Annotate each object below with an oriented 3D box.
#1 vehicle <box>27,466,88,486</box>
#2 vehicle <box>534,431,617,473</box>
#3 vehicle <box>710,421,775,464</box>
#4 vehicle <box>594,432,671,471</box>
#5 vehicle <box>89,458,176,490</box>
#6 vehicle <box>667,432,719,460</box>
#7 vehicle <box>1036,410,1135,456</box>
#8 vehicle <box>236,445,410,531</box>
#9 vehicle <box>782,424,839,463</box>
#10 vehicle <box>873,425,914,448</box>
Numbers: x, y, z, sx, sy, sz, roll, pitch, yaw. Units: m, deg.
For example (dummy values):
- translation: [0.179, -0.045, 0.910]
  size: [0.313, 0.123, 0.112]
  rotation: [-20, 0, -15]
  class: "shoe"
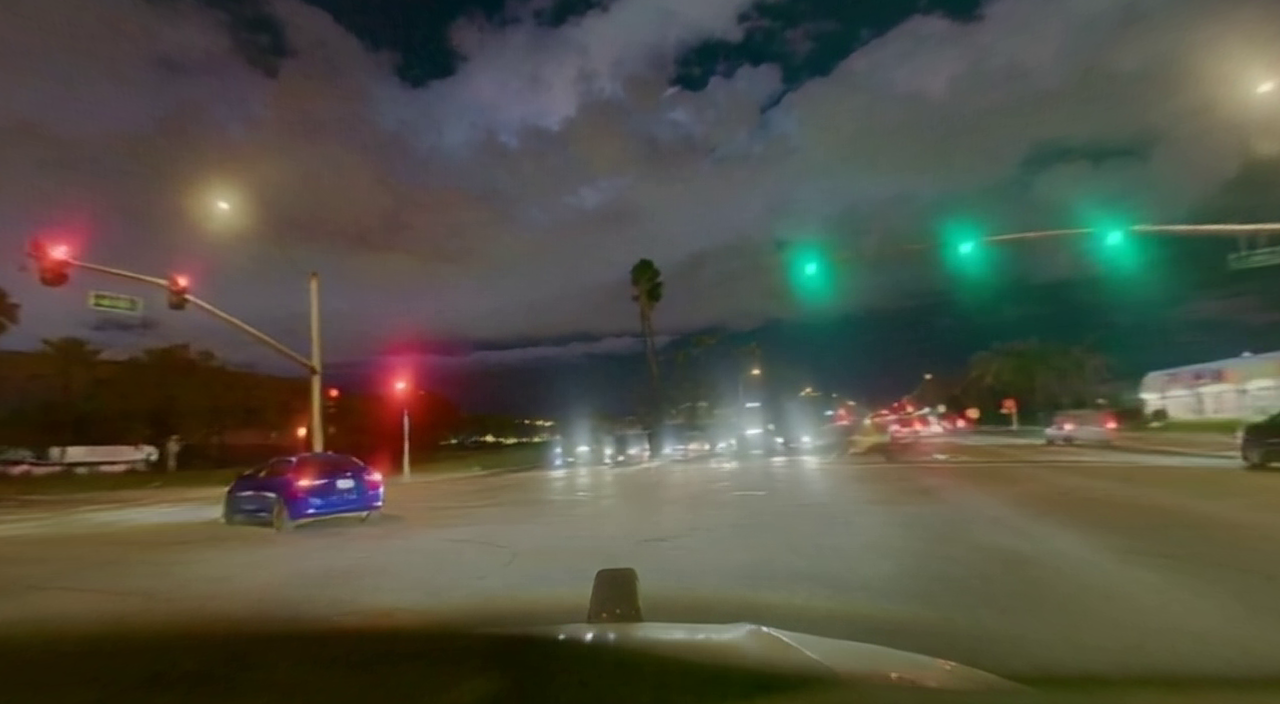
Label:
- translation: [-45.706, 9.712, 49.564]
  size: [3.752, 1.419, 1.664]
  rotation: [-2, -9, 15]
  class: "vehicle"
- translation: [-2.817, 4.483, 28.576]
  size: [2.090, 1.593, 4.176]
  rotation: [-5, -7, 18]
  class: "vehicle"
- translation: [4.578, 3.969, 27.707]
  size: [2.187, 1.740, 4.022]
  rotation: [-3, -9, 17]
  class: "vehicle"
- translation: [-0.213, 4.225, 26.968]
  size: [2.041, 1.498, 4.348]
  rotation: [-3, -9, 17]
  class: "vehicle"
- translation: [-35.824, 8.616, 44.683]
  size: [1.952, 1.817, 4.332]
  rotation: [-6, -8, 23]
  class: "vehicle"
- translation: [3.084, 5.322, 35.903]
  size: [1.973, 1.474, 4.495]
  rotation: [-3, -9, 17]
  class: "vehicle"
- translation: [19.901, 3.695, 28.492]
  size: [2.059, 1.859, 4.690]
  rotation: [-2, -9, 16]
  class: "vehicle"
- translation: [-6.776, 2.714, 13.297]
  size: [2.089, 1.471, 4.206]
  rotation: [7, -11, -42]
  class: "vehicle"
- translation: [7.309, 3.852, 26.808]
  size: [2.041, 1.473, 4.221]
  rotation: [-3, -8, 18]
  class: "vehicle"
- translation: [16.996, 5.697, 42.559]
  size: [1.977, 1.449, 4.254]
  rotation: [-2, -9, 14]
  class: "vehicle"
